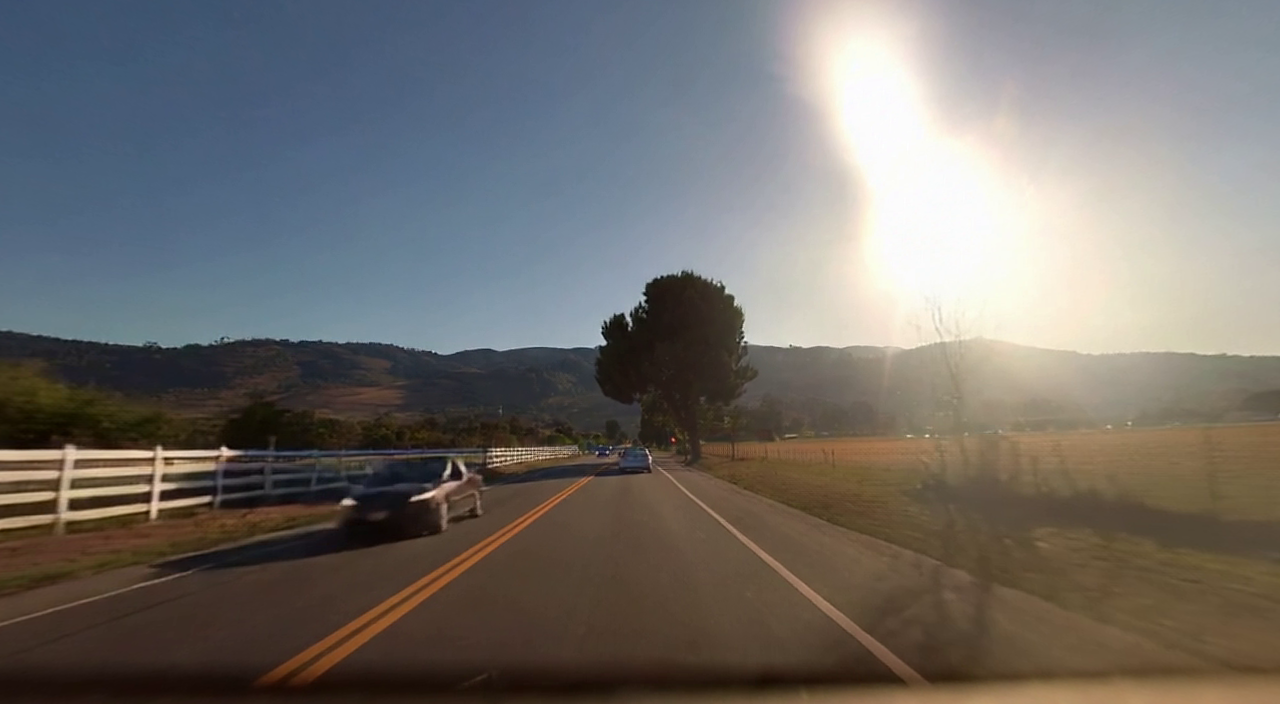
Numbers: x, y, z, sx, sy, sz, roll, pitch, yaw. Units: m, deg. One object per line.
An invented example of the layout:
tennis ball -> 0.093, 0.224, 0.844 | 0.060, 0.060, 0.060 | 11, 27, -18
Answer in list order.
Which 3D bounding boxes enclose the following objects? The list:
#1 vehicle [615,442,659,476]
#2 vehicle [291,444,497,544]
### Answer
vehicle -> -0.165, 5.580, 33.253 | 2.158, 1.669, 4.006 | 0, -9, 0
vehicle -> -4.423, 2.601, 12.373 | 2.107, 1.534, 4.752 | 0, -9, 0
